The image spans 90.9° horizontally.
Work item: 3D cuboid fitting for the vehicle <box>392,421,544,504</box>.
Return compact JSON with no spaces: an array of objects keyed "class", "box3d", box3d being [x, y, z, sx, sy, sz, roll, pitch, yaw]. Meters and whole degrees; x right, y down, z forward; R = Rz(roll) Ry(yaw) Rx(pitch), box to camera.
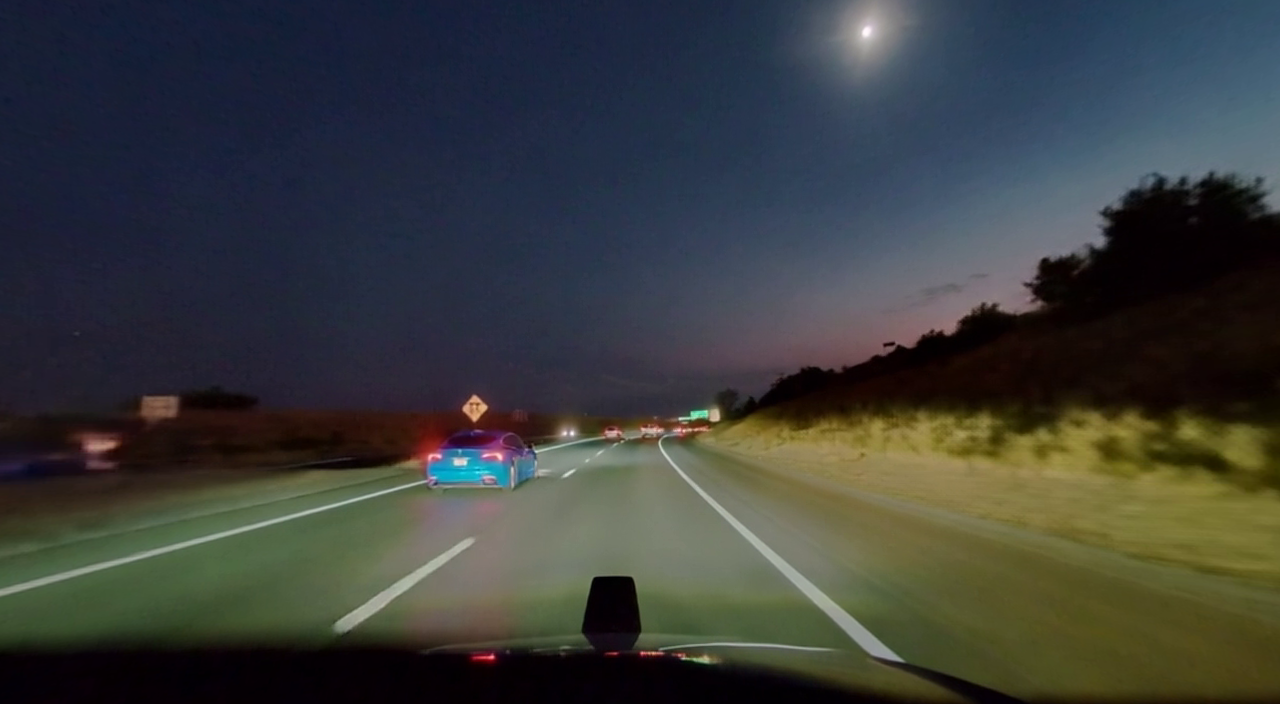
[{"class":"vehicle","box3d":[-3.620,2.412,14.278,2.108,1.555,4.574,0,-8,1]}]
